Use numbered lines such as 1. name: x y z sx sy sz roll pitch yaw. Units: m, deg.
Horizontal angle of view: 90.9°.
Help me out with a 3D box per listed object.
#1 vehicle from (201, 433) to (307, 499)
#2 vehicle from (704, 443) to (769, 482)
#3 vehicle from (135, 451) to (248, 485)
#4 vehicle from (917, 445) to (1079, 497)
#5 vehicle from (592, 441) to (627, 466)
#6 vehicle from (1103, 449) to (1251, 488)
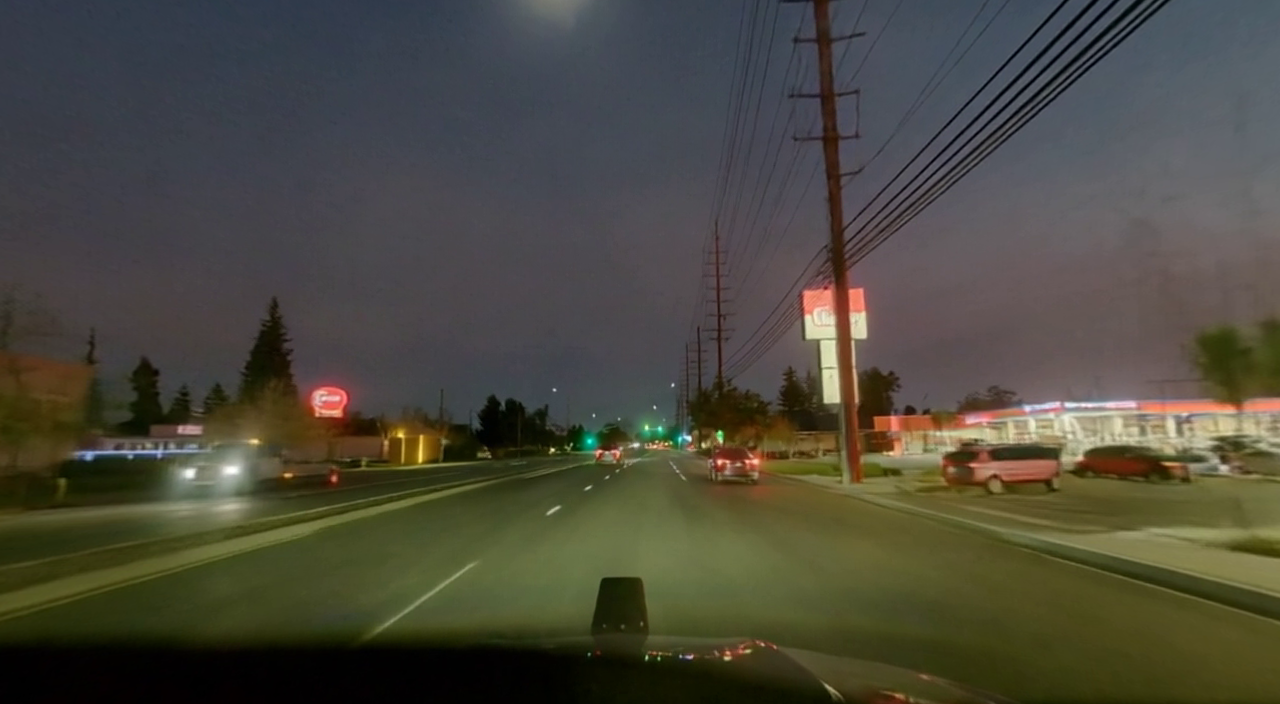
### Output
1. vehicle: -12.989 3.814 21.624 2.358 1.904 5.603 4 -9 -25
2. vehicle: 3.869 4.494 25.966 1.978 1.455 4.195 0 -9 0
3. vehicle: -22.752 5.847 32.001 4.739 1.607 2.045 -3 -9 16
4. vehicle: 11.533 3.827 20.492 4.144 1.540 1.913 1 -7 -5
5. vehicle: -2.073 7.087 44.144 2.047 1.664 4.148 0 -9 2
6. vehicle: 21.571 4.657 25.387 4.779 1.429 1.844 2 -9 -11
